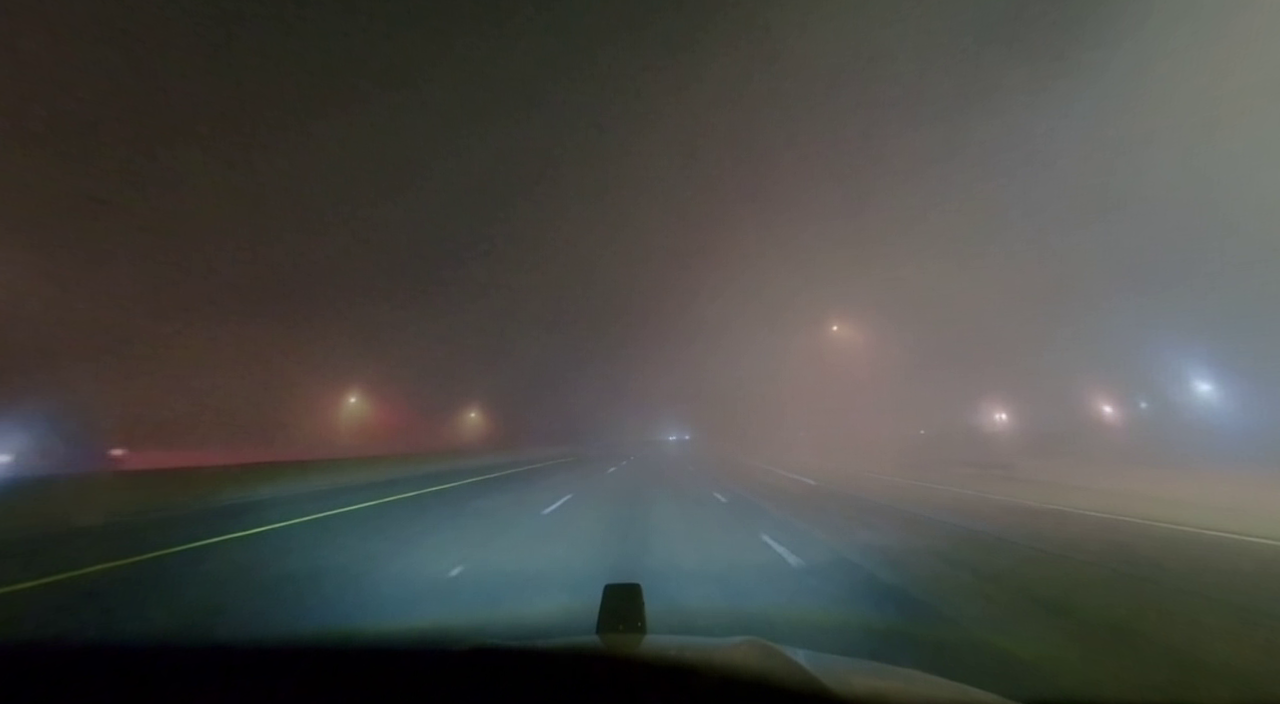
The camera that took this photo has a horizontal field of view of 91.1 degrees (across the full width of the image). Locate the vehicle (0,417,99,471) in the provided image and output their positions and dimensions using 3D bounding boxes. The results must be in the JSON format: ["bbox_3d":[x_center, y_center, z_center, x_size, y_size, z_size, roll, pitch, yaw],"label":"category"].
[{"bbox_3d":[-25.690,3.792,25.813,2.140,2.045,5.144,-1,-8,2],"label":"vehicle"}]
